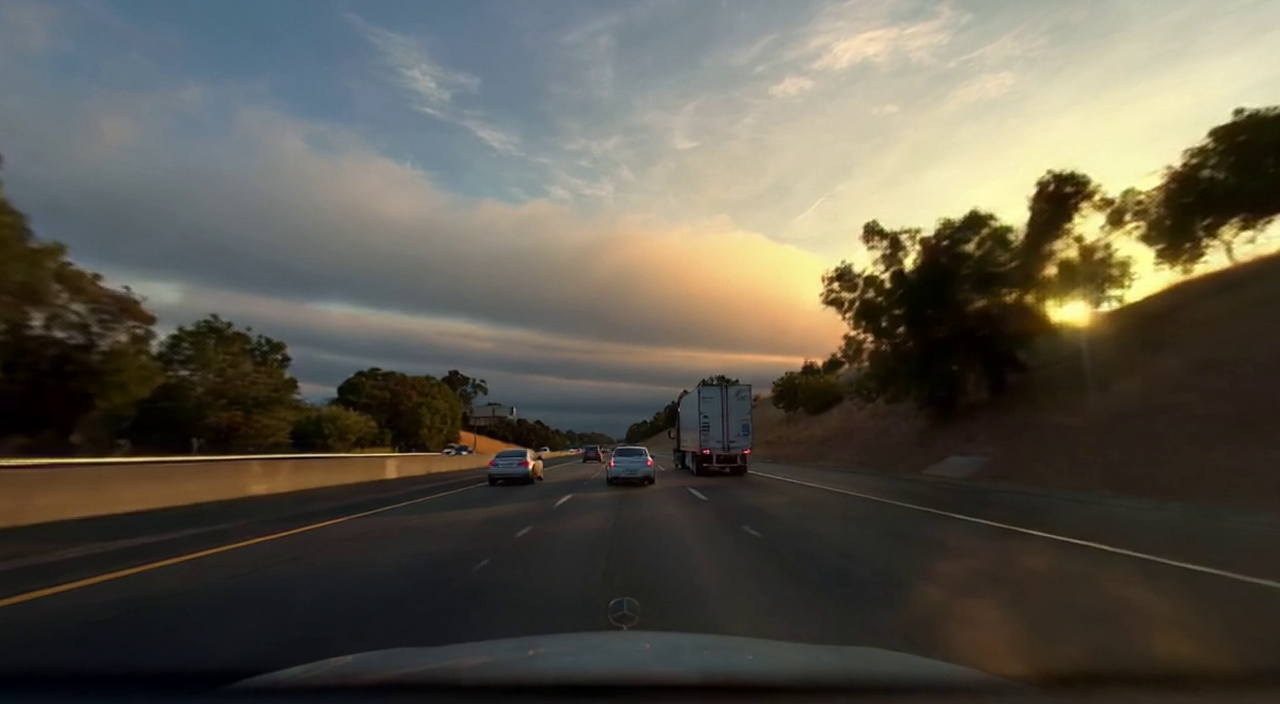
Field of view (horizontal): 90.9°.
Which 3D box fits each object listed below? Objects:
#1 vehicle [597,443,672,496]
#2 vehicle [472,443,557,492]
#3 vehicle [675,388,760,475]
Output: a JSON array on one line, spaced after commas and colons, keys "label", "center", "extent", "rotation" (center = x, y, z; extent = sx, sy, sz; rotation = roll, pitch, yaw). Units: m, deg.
[{"label": "vehicle", "center": [-0.178, 3.509, 19.156], "extent": [2.023, 1.400, 4.028], "rotation": [0, -9, -1]}, {"label": "vehicle", "center": [-4.132, 3.896, 21.579], "extent": [2.017, 1.460, 4.382], "rotation": [0, -9, 0]}, {"label": "vehicle", "center": [4.076, 4.851, 37.079], "extent": [2.905, 4.109, 14.332], "rotation": [0, -9, -1]}]
